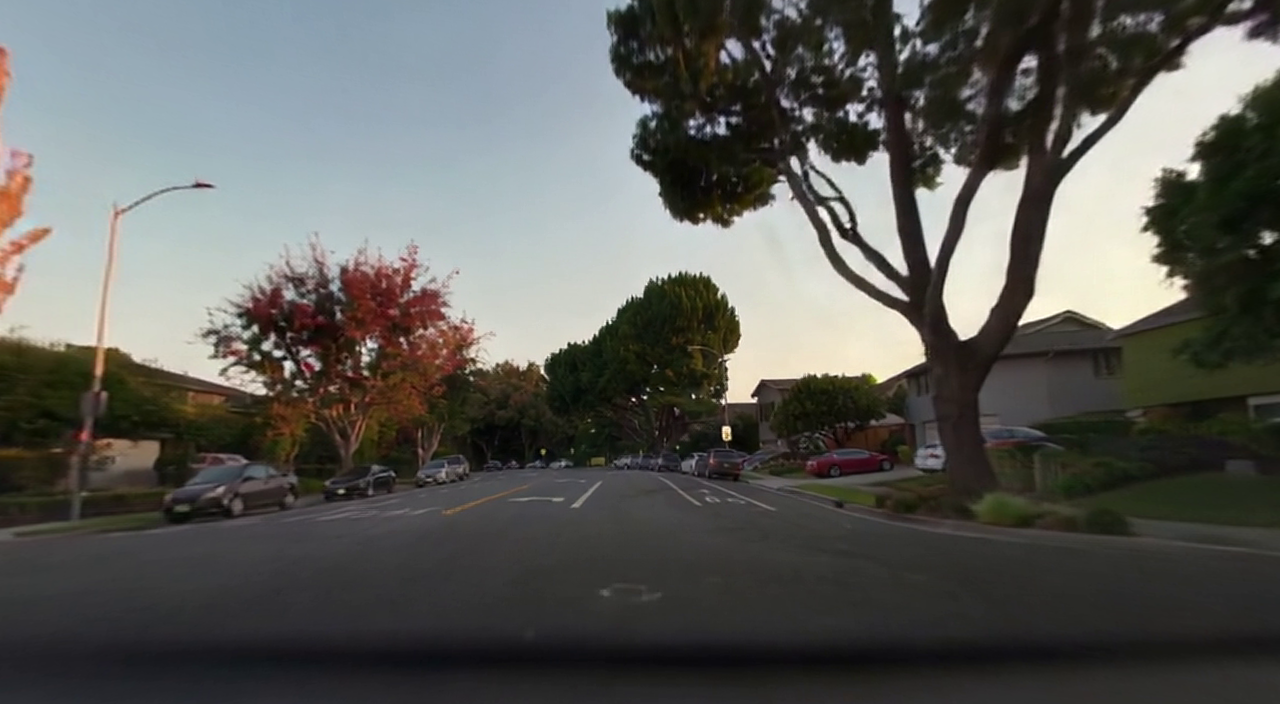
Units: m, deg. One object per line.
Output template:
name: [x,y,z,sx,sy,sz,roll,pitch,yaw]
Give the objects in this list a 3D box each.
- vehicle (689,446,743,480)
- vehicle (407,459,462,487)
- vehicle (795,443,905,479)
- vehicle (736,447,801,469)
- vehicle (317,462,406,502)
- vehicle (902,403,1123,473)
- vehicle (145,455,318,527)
vehicle: [4.186,6.192,35.703,2.184,1.770,4.651,1,-9,-4]
vehicle: [-12.269,7.224,38.093,2.012,1.478,4.661,1,-9,-4]
vehicle: [10.082,5.249,30.522,4.512,1.477,1.927,-2,-9,-4]
vehicle: [9.173,7.598,45.421,4.158,1.521,1.921,1,-9,-6]
vehicle: [-11.643,5.455,26.760,1.948,1.410,4.361,1,-9,-3]
vehicle: [12.785,3.115,22.037,6.244,2.050,2.209,-9,-13,37]
vehicle: [-11.591,3.911,18.416,2.037,1.755,4.434,0,-9,0]
